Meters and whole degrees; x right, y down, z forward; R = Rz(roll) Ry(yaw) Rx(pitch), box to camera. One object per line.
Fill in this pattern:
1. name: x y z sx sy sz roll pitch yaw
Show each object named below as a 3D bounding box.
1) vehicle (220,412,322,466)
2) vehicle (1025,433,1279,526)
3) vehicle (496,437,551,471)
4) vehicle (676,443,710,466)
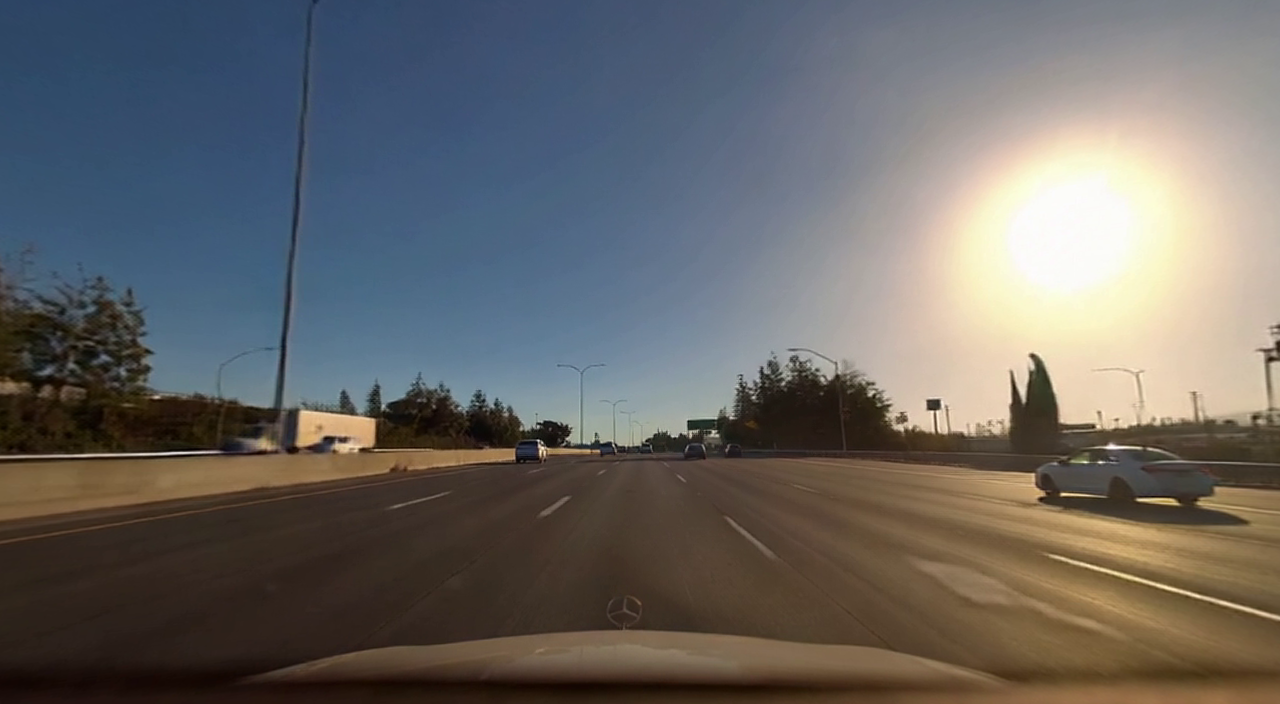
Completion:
1. vehicle: -28.906 6.889 49.721 3.119 3.853 7.750 -1 -8 1
2. vehicle: 10.177 2.396 12.471 1.979 1.467 4.839 0 -8 0
3. vehicle: -6.382 5.603 34.802 2.091 1.746 4.437 0 -9 1
4. vehicle: 3.588 6.996 42.932 1.950 1.453 3.378 0 -9 -1
